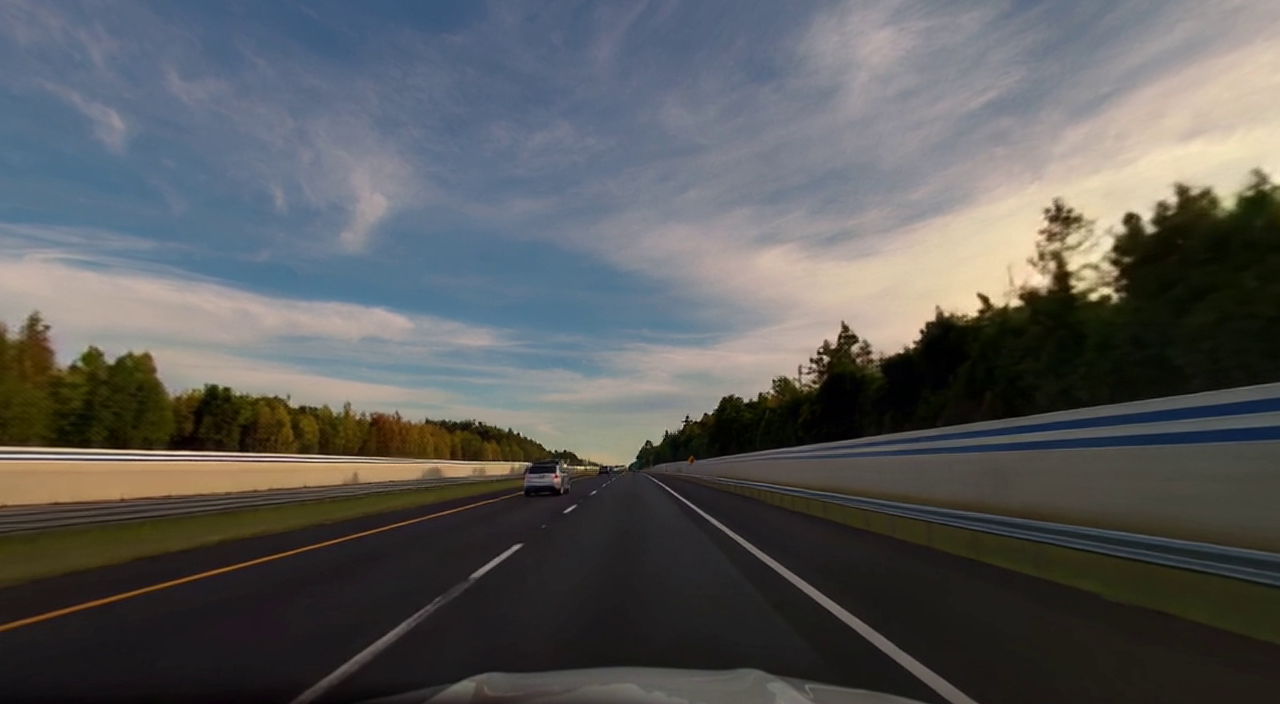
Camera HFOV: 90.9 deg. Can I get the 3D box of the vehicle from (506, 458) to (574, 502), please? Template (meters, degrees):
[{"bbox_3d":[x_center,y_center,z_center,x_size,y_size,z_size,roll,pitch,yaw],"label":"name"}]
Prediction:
[{"bbox_3d":[-3.808,4.976,24.666,1.985,1.515,3.839,1,-10,0],"label":"vehicle"}]
